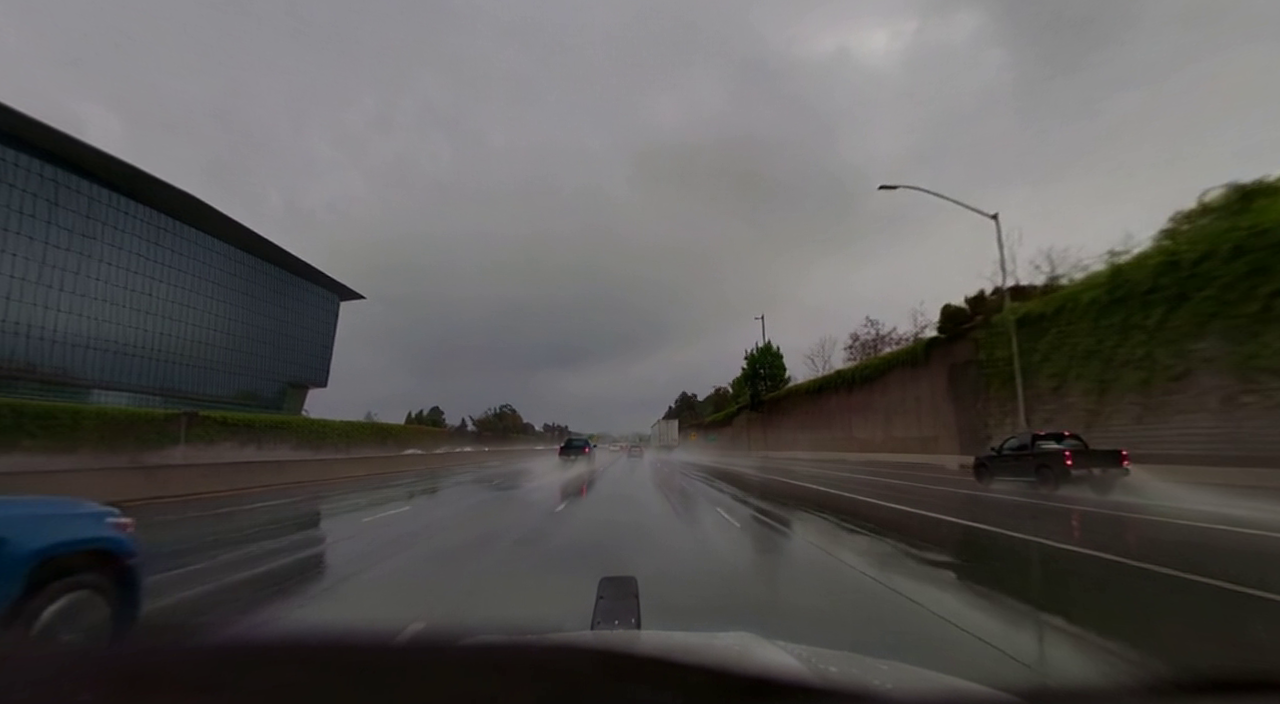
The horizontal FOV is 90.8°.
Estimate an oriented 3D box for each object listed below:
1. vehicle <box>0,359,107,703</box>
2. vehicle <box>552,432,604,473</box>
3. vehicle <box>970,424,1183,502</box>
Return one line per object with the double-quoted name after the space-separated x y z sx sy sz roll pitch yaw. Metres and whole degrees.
-3.795 0.638 1.079 2.039 1.710 4.237 0 -9 -1 "vehicle"
-3.264 5.492 34.517 2.284 2.022 5.752 0 -9 0 "vehicle"
11.484 2.980 17.255 2.089 1.787 5.080 0 -9 -1 "vehicle"
